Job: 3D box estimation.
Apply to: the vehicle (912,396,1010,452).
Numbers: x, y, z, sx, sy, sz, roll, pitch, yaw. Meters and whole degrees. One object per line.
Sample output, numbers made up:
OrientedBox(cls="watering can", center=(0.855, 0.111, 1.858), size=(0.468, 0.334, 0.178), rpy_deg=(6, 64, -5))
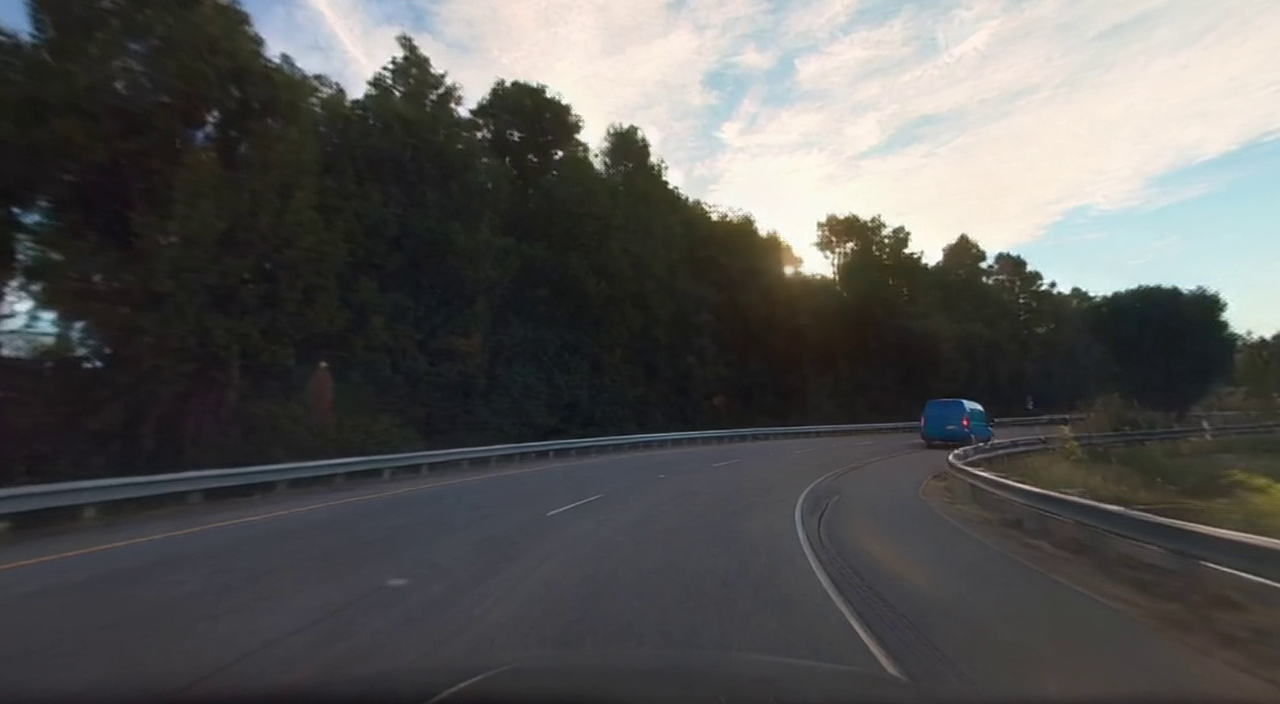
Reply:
OrientedBox(cls="vehicle", center=(16.166, 3.654, 31.618), size=(5.330, 2.577, 2.352), rpy_deg=(6, -10, -39))
